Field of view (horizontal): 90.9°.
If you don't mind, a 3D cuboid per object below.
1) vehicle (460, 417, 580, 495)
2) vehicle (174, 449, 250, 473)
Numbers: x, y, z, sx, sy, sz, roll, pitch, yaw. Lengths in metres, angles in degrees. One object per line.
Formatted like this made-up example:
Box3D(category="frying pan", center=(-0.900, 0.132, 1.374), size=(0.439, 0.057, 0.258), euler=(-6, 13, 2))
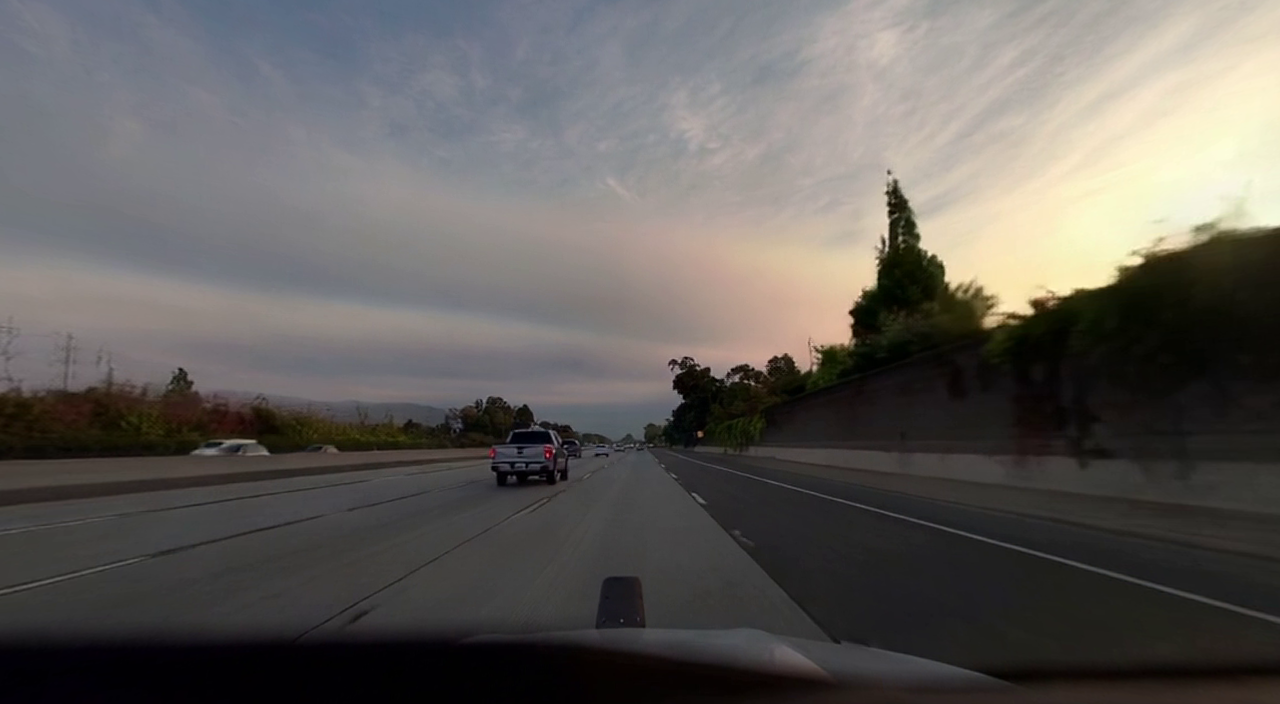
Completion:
Box3D(category="vehicle", center=(-3.643, 3.364, 20.758), size=(2.604, 2.170, 6.271), euler=(0, -8, 1))
Box3D(category="vehicle", center=(-29.035, 7.364, 42.925), size=(1.870, 1.505, 4.541), euler=(0, -8, 1))
